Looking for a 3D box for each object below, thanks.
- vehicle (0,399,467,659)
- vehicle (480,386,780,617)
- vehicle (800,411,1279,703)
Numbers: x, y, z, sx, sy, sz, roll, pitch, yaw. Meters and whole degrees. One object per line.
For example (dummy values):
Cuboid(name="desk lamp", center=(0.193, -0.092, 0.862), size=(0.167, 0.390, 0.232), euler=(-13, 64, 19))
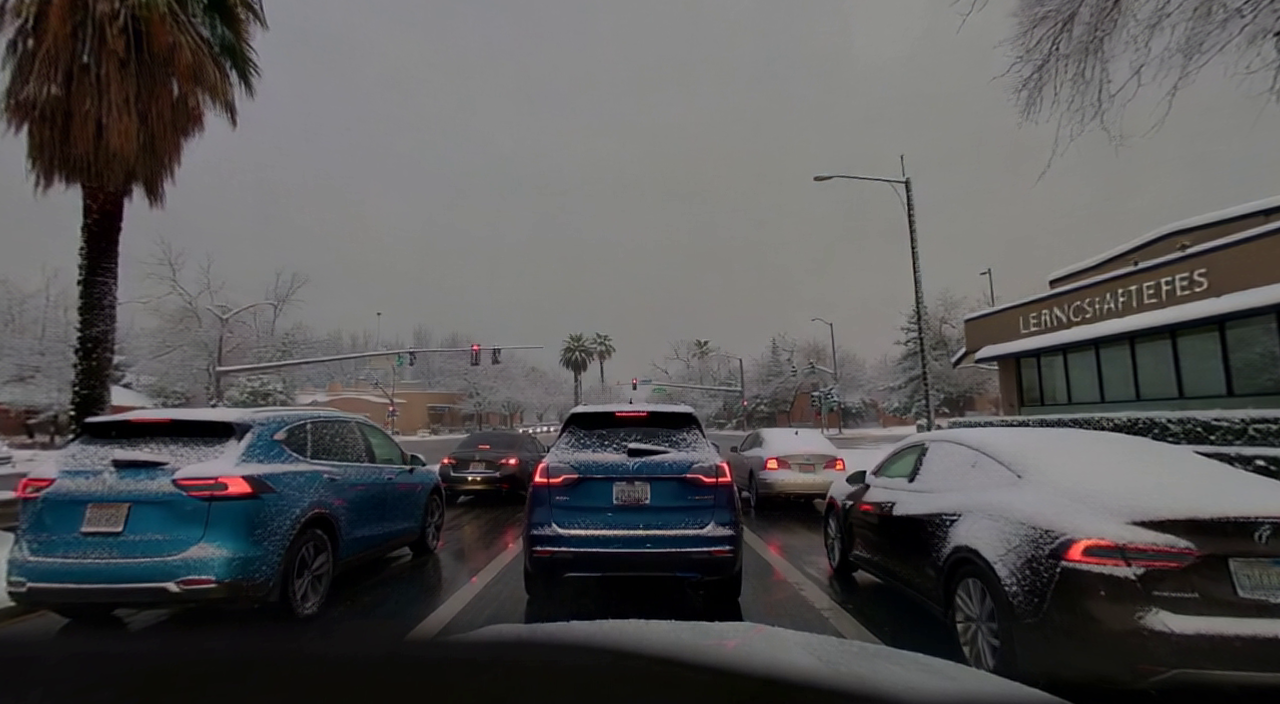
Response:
Cuboid(name="vehicle", center=(-3.344, 1.384, 6.056), size=(2.014, 1.534, 4.455), euler=(0, -8, 1))
Cuboid(name="vehicle", center=(-0.133, 1.462, 7.073), size=(2.280, 1.747, 4.361), euler=(0, -8, -2))
Cuboid(name="vehicle", center=(2.975, 1.368, 5.253), size=(2.017, 1.491, 4.611), euler=(0, -8, -1))
